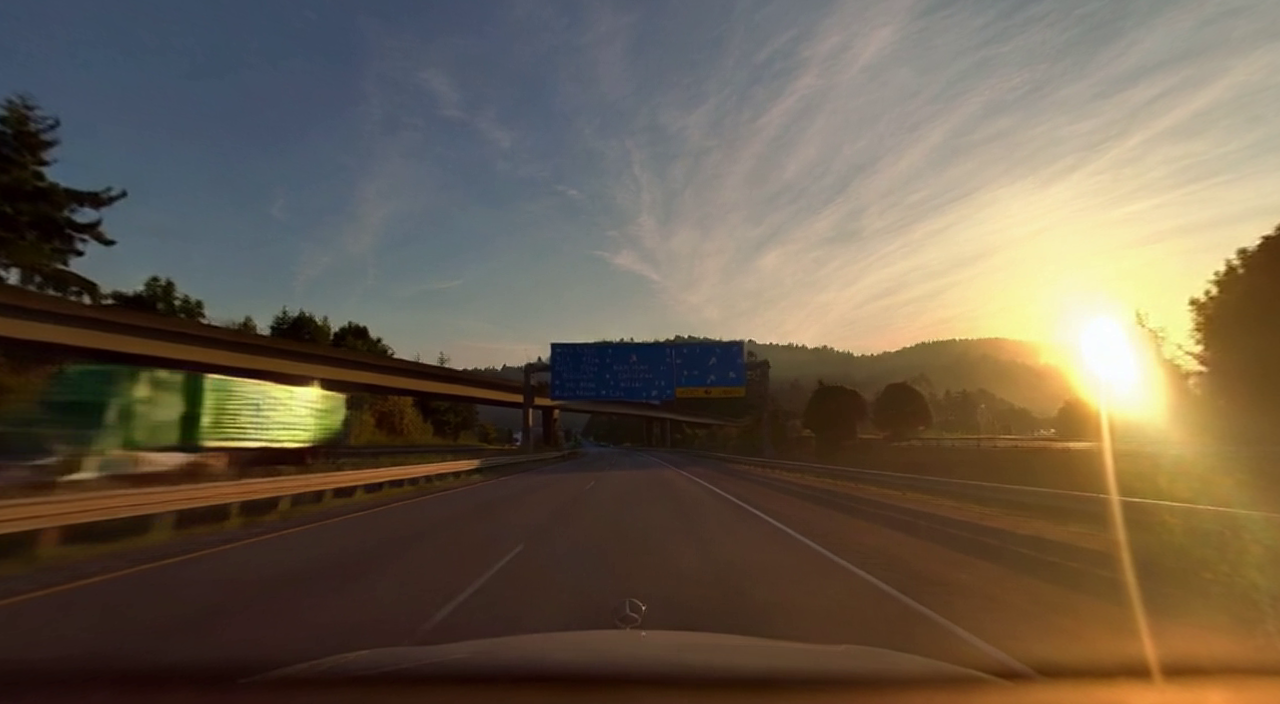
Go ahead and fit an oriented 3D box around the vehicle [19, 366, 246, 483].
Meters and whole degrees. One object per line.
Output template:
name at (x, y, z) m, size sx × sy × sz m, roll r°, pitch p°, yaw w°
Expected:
vehicle at (-18.845, 2.901, 24.189) m, size 3.317 × 3.898 × 6.395 m, roll 0°, pitch -9°, yaw -3°
